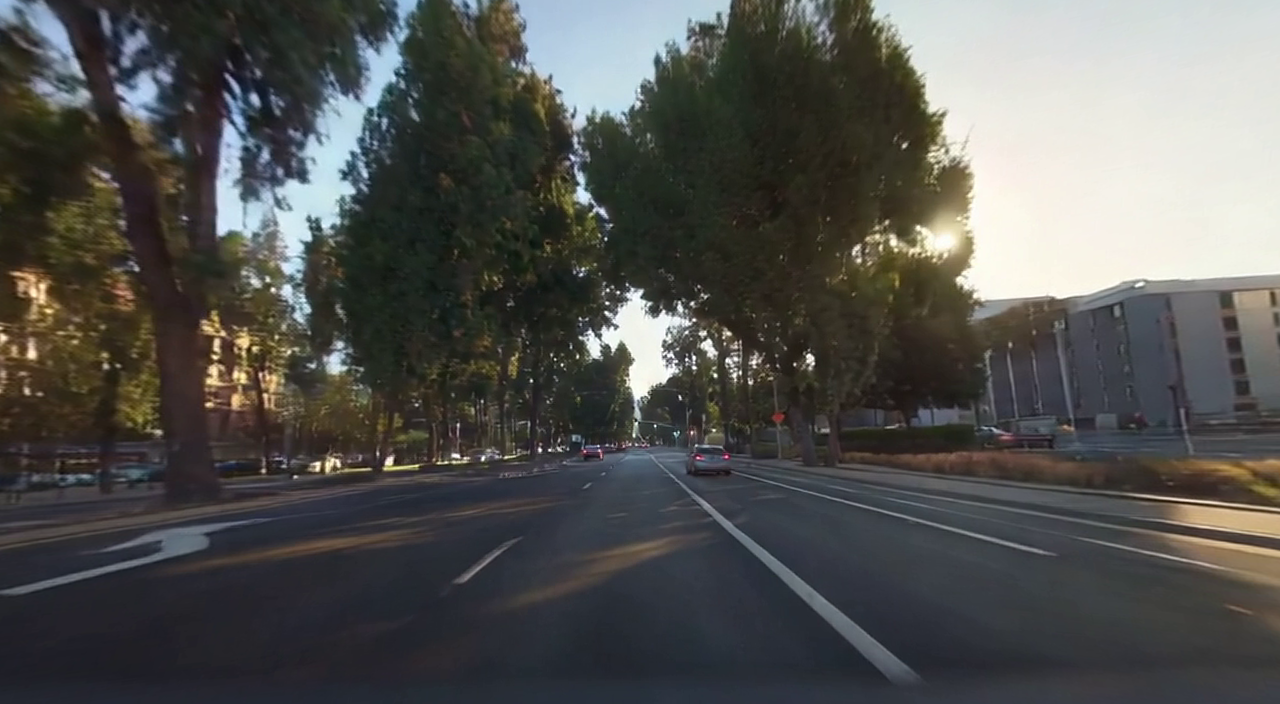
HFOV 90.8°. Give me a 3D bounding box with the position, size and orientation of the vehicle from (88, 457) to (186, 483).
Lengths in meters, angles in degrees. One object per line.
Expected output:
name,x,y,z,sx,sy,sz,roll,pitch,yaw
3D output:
vehicle,-30.858,7.235,38.859,4.325,1.484,1.899,0,-9,-1

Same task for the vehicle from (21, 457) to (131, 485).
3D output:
vehicle,-31.969,6.758,35.901,4.363,1.472,1.892,0,-9,-2

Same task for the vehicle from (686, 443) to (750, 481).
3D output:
vehicle,3.226,4.648,26.976,1.966,1.449,4.290,0,-8,-3

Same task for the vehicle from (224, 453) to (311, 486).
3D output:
vehicle,-19.321,6.095,33.013,1.876,1.506,4.231,-1,-8,2
